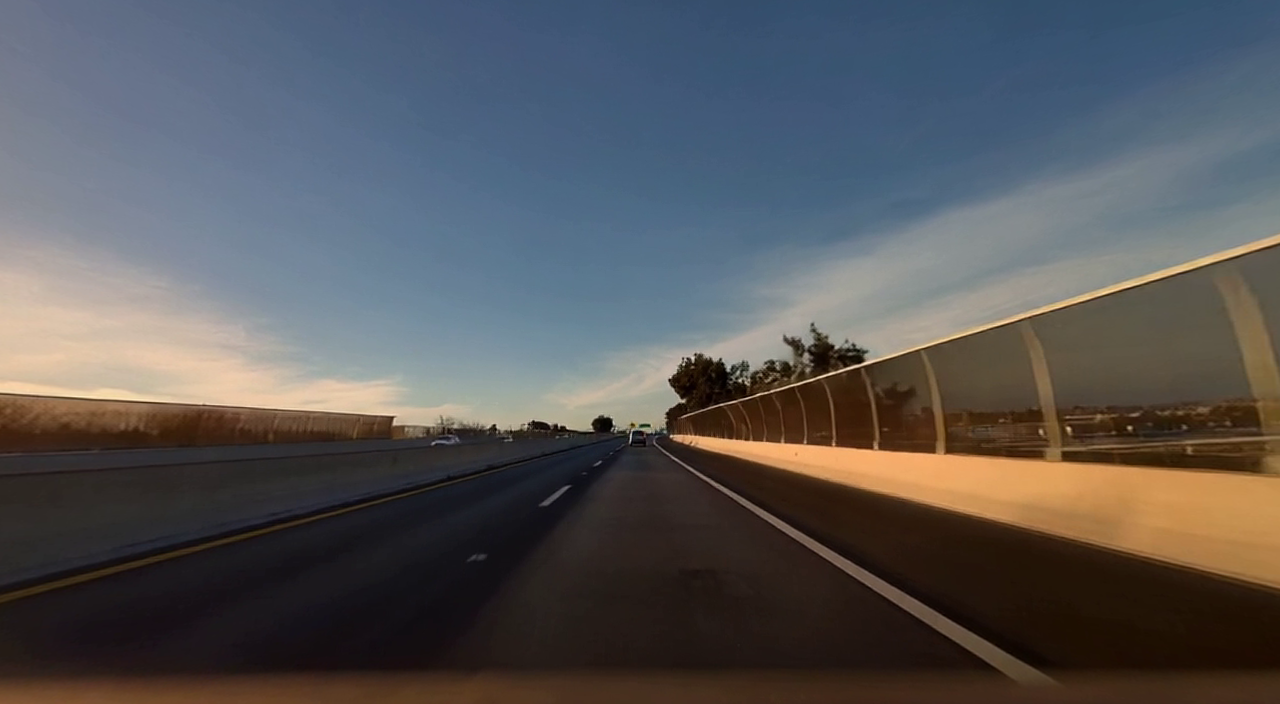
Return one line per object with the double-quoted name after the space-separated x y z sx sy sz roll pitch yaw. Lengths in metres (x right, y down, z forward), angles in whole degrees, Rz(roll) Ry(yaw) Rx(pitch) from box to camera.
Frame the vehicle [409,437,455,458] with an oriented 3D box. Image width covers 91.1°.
-15.833 7.294 48.174 1.892 1.494 4.593 0 -7 1 "vehicle"
